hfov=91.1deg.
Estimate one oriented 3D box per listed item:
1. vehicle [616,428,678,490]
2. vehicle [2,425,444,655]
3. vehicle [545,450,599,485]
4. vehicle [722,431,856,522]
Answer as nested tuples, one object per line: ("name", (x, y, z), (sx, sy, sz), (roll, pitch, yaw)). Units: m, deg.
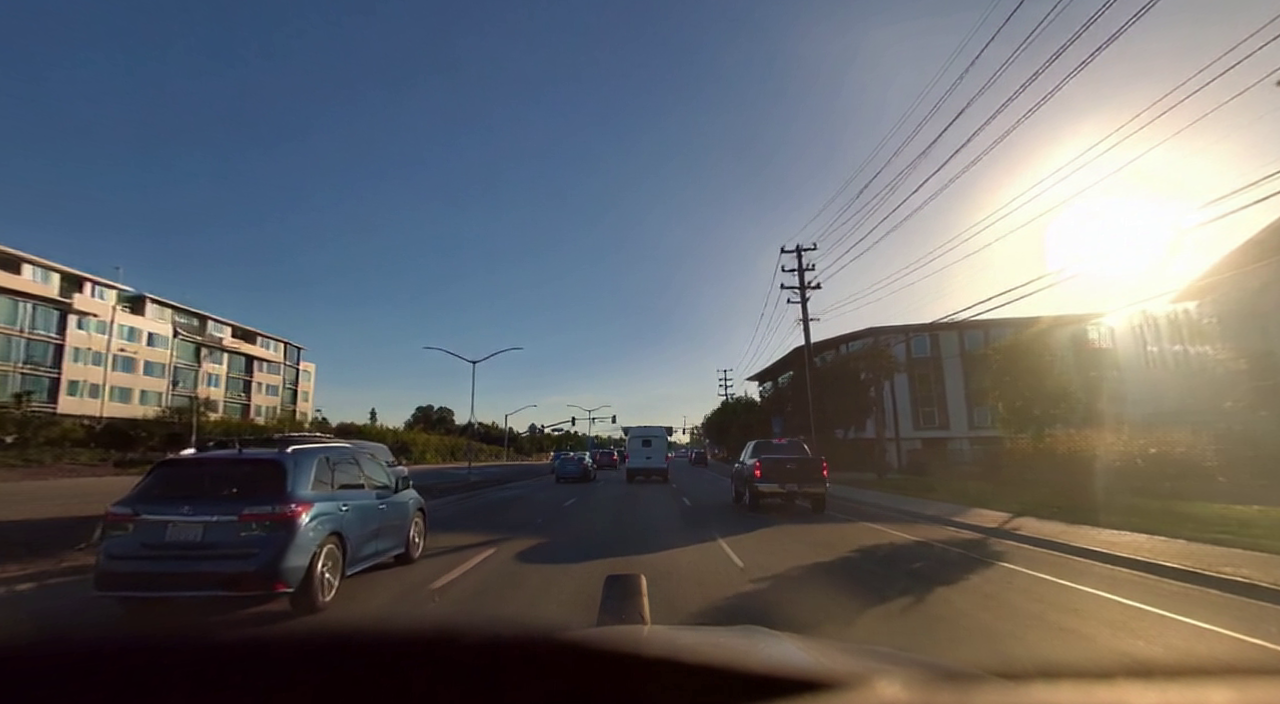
("vehicle", (0.458, 4.707, 28.029), (2.457, 2.440, 5.486), (-1, -9, 4))
("vehicle", (-3.628, 1.647, 6.488), (1.934, 1.643, 3.718), (0, -9, 1))
("vehicle", (-3.241, 5.649, 30.961), (1.984, 1.567, 4.311), (0, -9, 3))
("vehicle", (3.484, 3.006, 15.737), (2.283, 1.923, 4.427), (0, -9, 1))
